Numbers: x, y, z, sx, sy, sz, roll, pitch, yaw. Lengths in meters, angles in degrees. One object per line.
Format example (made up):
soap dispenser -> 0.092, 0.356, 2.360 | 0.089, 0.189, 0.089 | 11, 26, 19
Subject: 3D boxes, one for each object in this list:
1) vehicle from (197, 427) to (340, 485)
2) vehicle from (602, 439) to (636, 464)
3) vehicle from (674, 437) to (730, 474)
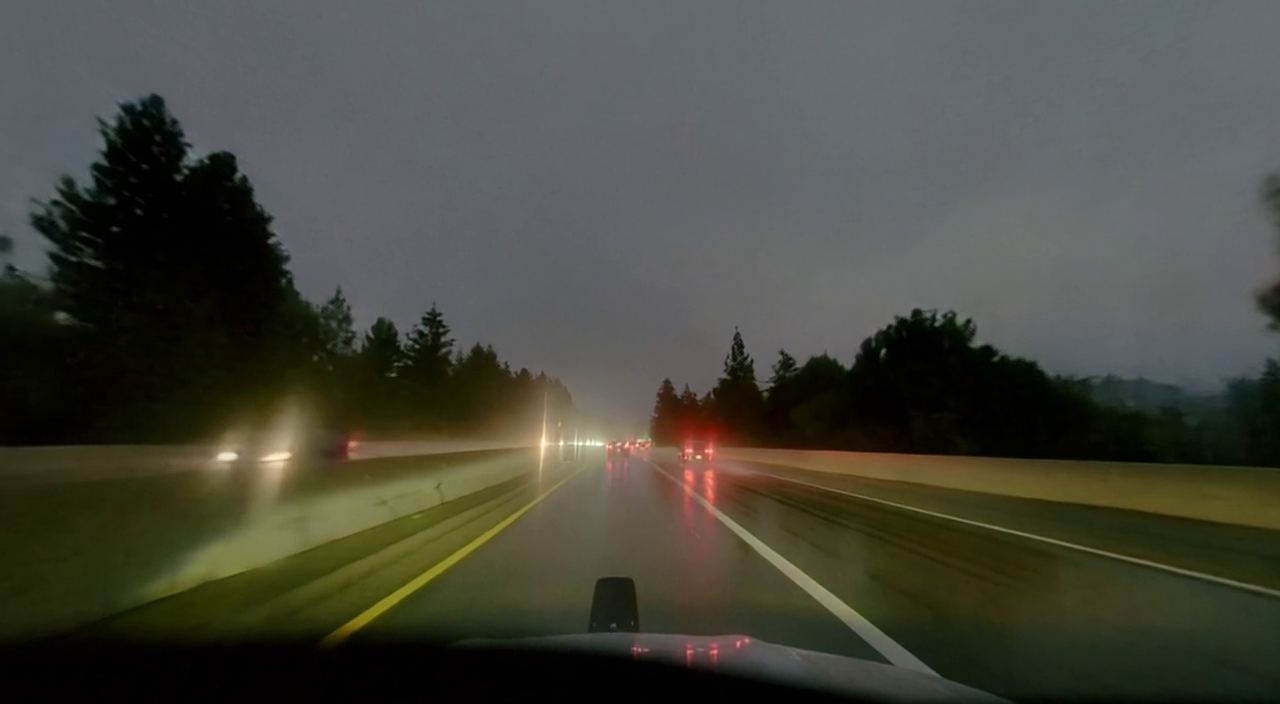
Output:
vehicle -> -10.680, 3.012, 18.448 | 1.872, 1.499, 3.792 | -1, -8, 0
vehicle -> -1.412, 6.611, 41.963 | 2.178, 1.559, 4.254 | 0, -8, -3
vehicle -> 2.744, 4.697, 28.908 | 2.146, 1.546, 3.796 | -1, -8, 0
